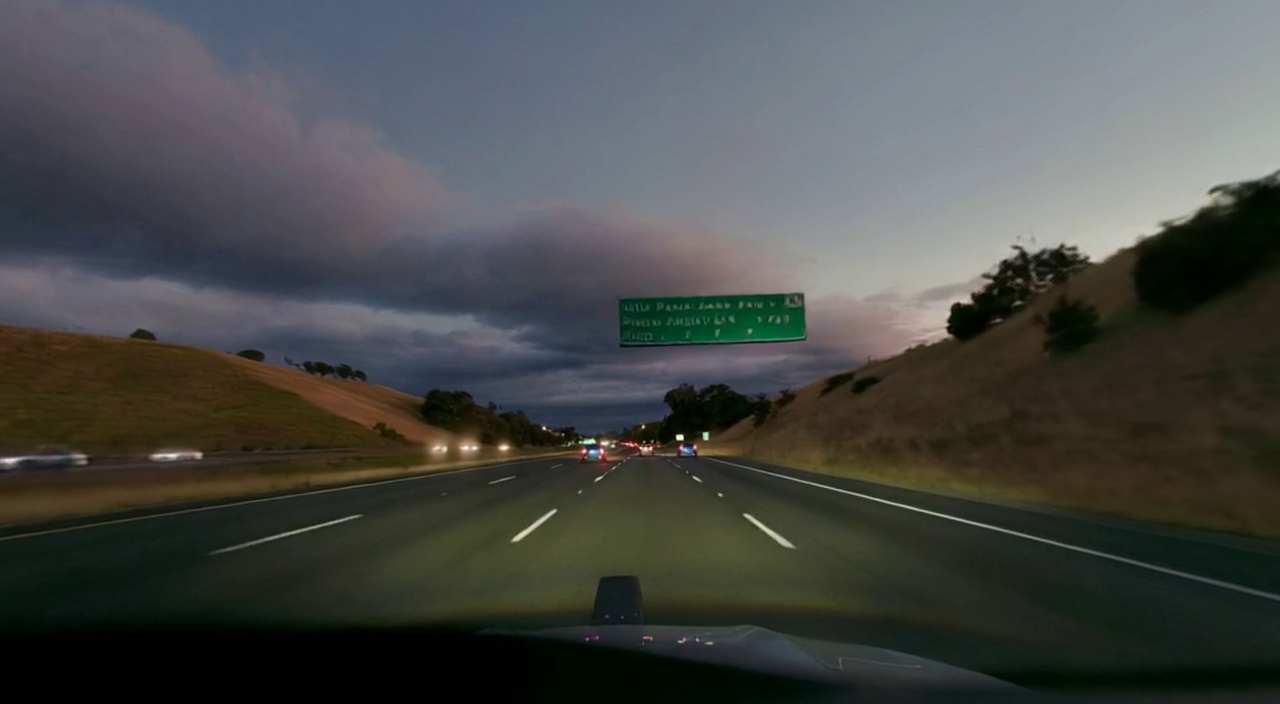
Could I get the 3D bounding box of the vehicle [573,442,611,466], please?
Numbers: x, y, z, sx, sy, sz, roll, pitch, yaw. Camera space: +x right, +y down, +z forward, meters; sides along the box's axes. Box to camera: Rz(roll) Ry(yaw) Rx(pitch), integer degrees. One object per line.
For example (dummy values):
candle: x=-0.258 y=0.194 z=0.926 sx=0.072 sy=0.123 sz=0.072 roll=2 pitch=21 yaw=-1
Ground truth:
vehicle: x=-3.244 y=7.027 z=43.770 sx=2.159 sy=1.562 sz=4.441 roll=0 pitch=-8 yaw=1

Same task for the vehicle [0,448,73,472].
vehicle: x=-38.870 y=6.757 z=39.684 sx=1.922 sy=1.371 sz=4.805 roll=0 pitch=-8 yaw=0
